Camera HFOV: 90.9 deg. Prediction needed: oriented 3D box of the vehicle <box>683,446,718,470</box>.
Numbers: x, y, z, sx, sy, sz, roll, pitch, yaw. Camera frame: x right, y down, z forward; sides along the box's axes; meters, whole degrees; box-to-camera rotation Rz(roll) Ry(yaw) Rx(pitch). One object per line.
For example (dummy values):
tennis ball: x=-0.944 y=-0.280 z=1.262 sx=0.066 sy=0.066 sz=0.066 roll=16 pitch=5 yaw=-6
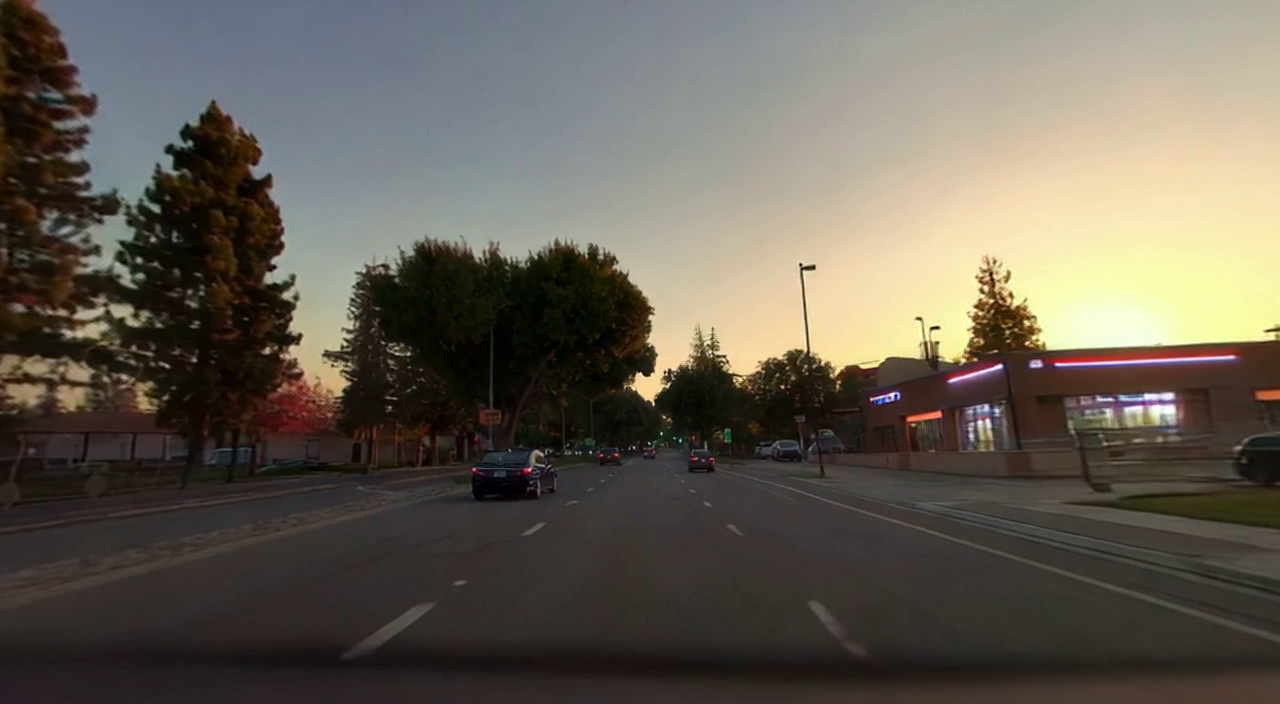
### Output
vehicle: x=3.913 y=6.897 z=41.225 sx=1.883 sy=1.465 sz=3.975 roll=0 pitch=-8 yaw=-1

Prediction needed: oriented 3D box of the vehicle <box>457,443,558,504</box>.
vehicle: x=-3.508 y=3.301 z=17.603 sx=1.803 sy=1.463 sz=4.422 roll=0 pitch=-8 yaw=1
